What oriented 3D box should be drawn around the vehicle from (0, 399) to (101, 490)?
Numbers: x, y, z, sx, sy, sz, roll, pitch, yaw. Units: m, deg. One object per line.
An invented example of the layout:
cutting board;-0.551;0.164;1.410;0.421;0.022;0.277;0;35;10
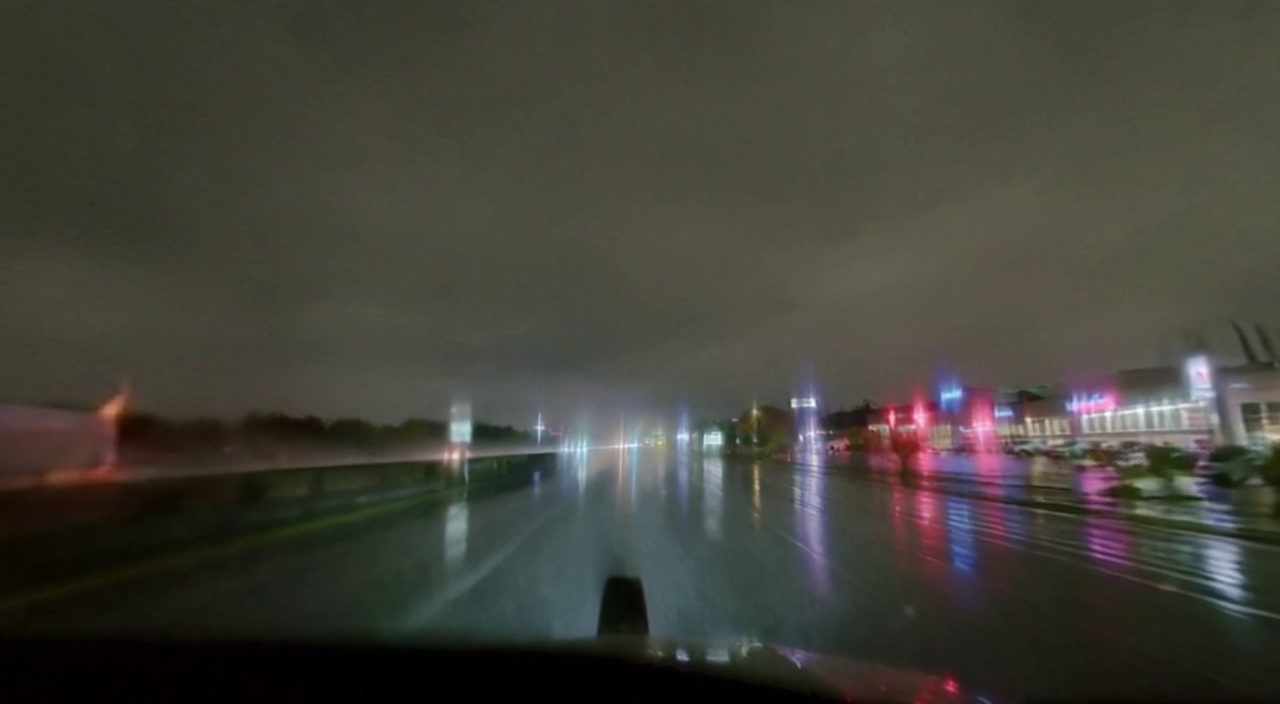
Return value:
vehicle;-31.163;3.861;26.272;2.914;4.195;16.498;0;-8;0
